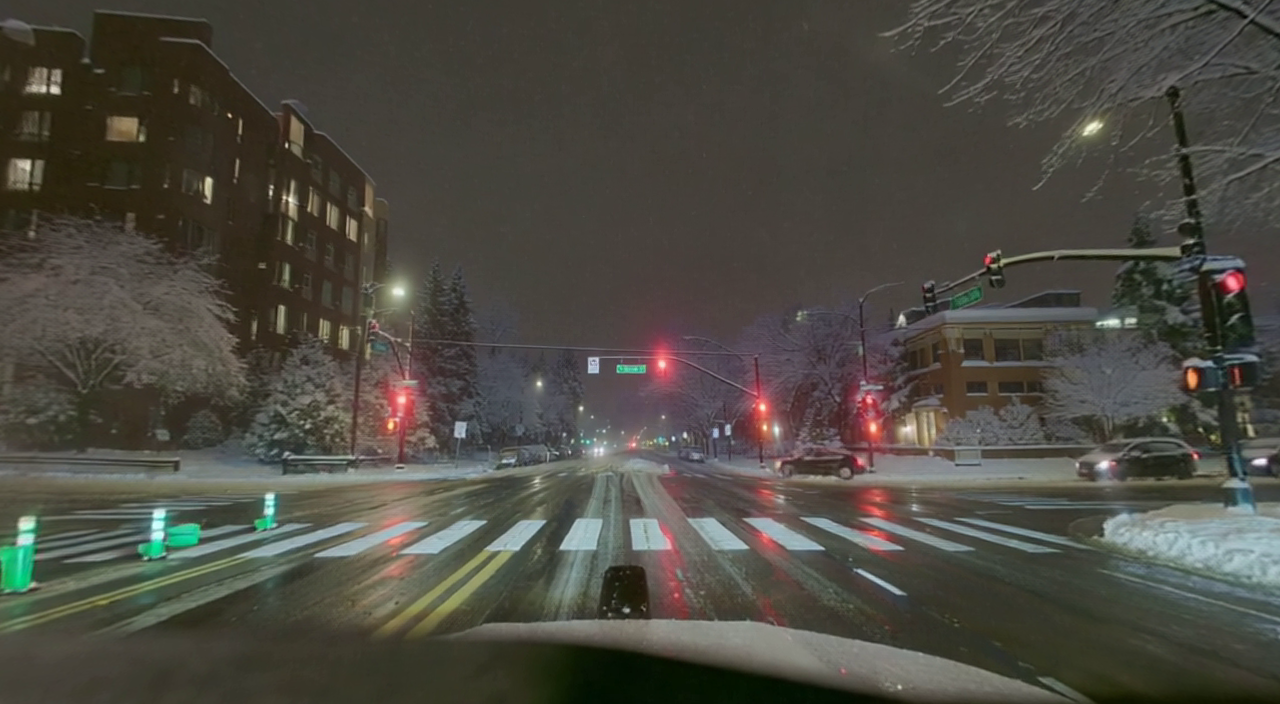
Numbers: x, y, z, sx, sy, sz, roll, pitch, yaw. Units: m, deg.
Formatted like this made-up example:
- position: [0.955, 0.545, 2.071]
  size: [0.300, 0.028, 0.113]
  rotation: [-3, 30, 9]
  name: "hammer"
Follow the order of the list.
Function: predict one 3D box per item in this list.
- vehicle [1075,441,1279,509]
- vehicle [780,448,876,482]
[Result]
- position: [12.997, 2.787, 14.553]
  size: [4.424, 1.436, 1.804]
  rotation: [-1, -9, 5]
  name: "vehicle"
- position: [9.278, 5.570, 31.259]
  size: [4.368, 1.522, 1.972]
  rotation: [-3, -9, 18]
  name: "vehicle"
